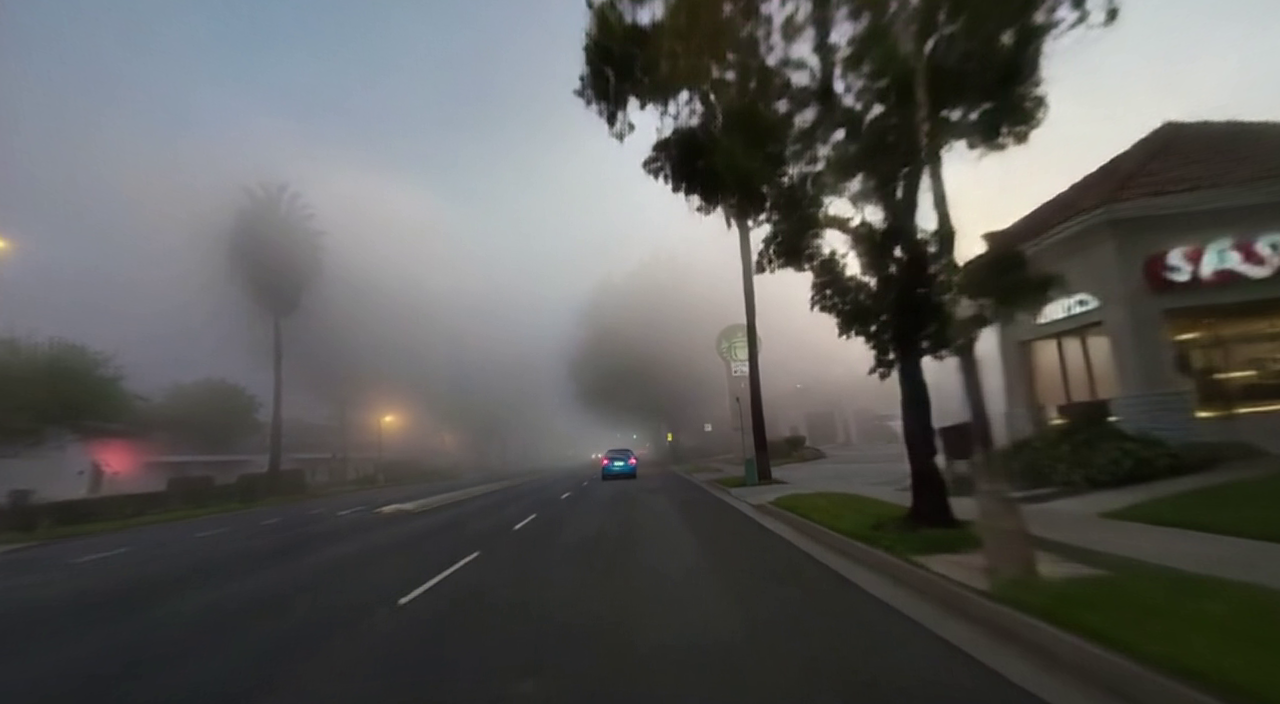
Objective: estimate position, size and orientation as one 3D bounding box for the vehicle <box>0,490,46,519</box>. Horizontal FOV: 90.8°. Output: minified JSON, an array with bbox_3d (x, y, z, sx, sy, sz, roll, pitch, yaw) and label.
[{"bbox_3d":[-43.491,10.631,44.158,2.106,1.639,4.127,6,-10,-34],"label":"vehicle"}]

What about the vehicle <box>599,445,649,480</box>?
[{"bbox_3d":[-0.691,5.107,29.503,2.156,1.462,4.495,0,-8,0],"label":"vehicle"}]
